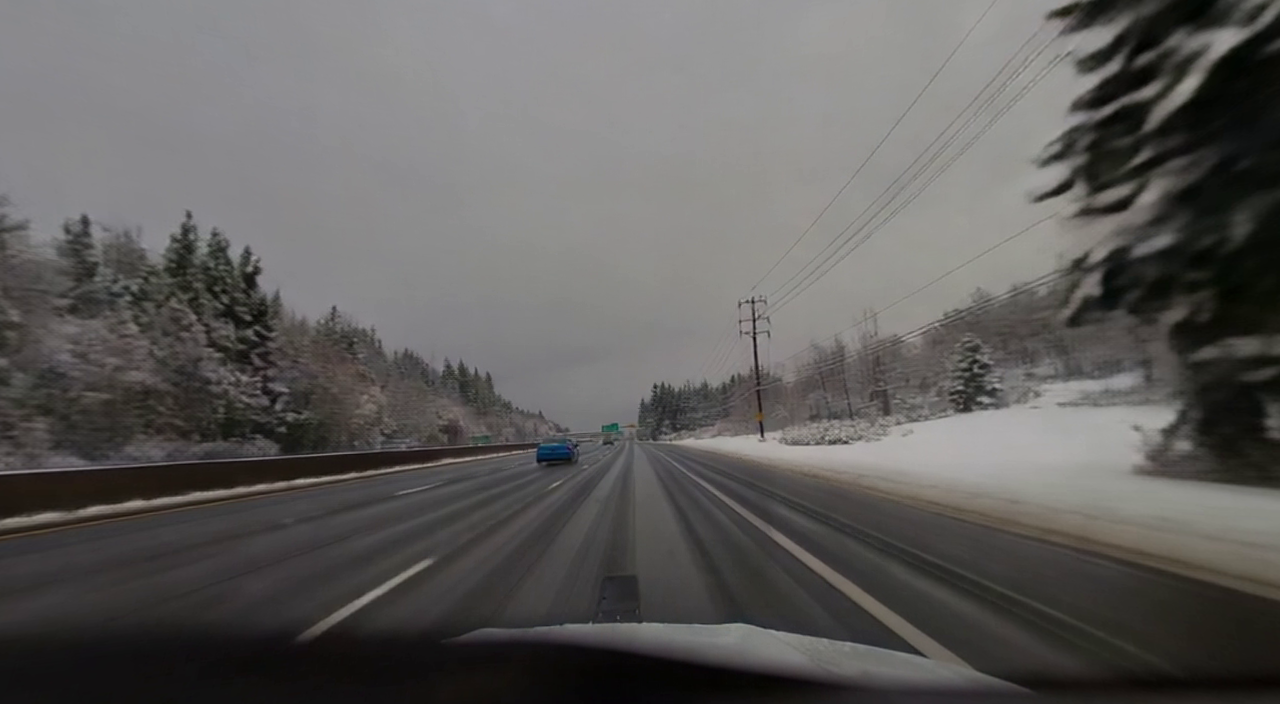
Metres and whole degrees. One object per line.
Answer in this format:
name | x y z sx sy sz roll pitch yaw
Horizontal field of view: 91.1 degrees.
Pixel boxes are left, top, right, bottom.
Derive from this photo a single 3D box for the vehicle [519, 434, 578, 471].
vehicle | -3.940 4.375 27.758 2.025 1.475 4.379 0 -8 -1
